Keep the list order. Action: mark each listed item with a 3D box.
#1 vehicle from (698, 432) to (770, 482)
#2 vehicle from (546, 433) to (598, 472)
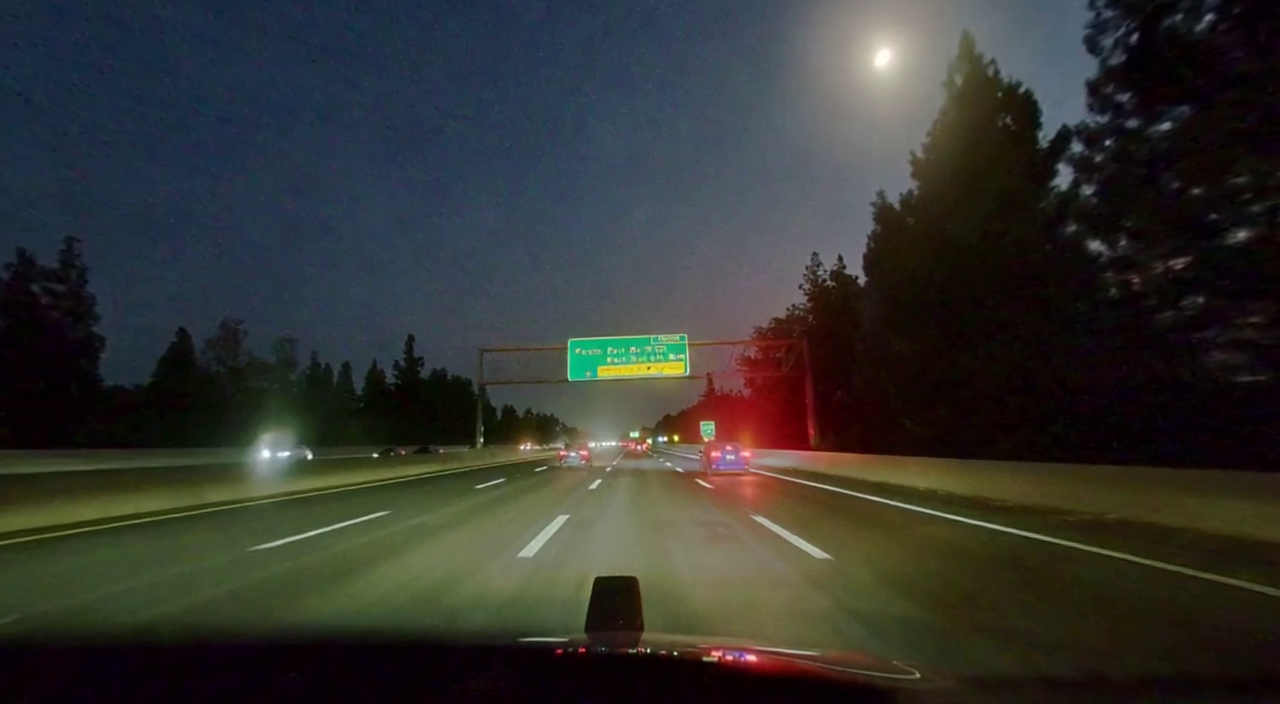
[{"bbox_3d":[3.506,4.016,24.331,2.053,1.714,4.097,0,-9,-1],"label":"vehicle"},{"bbox_3d":[-3.379,5.125,32.315,2.173,1.793,4.564,0,-9,0],"label":"vehicle"}]
